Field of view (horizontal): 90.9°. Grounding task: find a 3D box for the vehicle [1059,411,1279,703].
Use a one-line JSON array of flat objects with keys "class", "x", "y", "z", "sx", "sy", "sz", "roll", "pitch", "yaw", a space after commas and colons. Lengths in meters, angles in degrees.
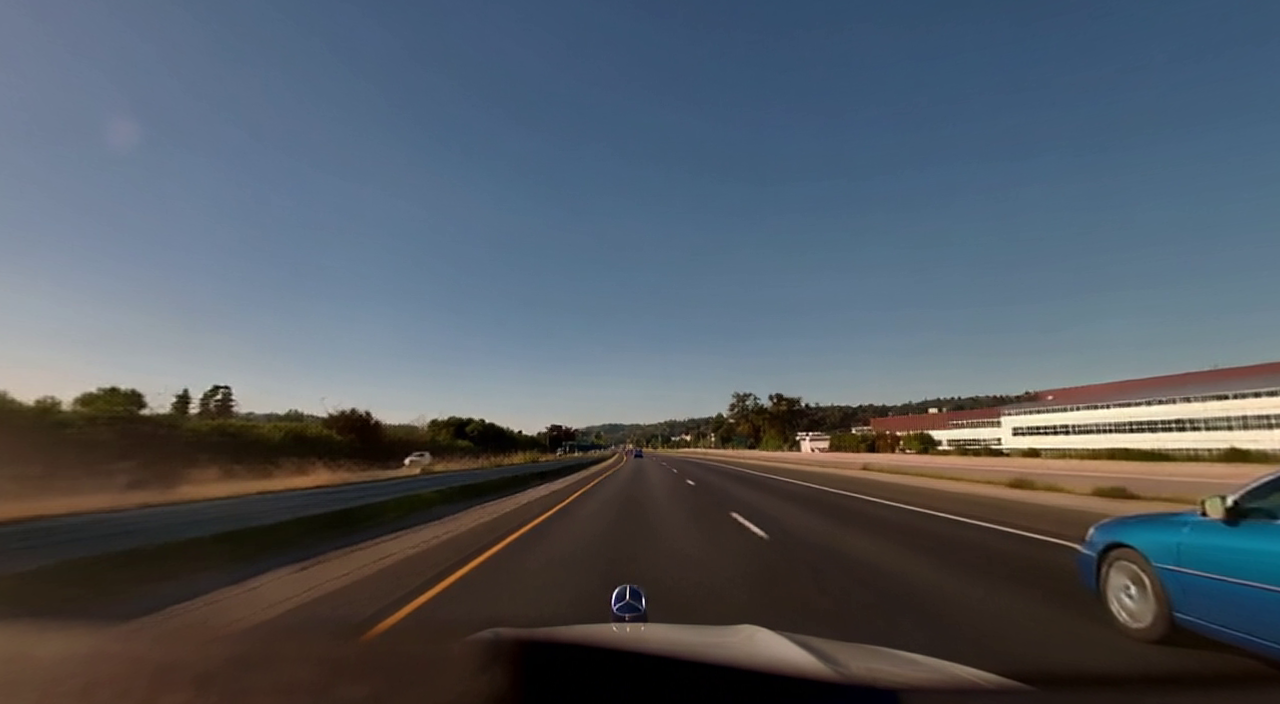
[{"class": "vehicle", "x": 4.257, "y": 0.929, "z": 2.390, "sx": 2.053, "sy": 1.490, "sz": 4.799, "roll": 0, "pitch": -8, "yaw": 0}]
